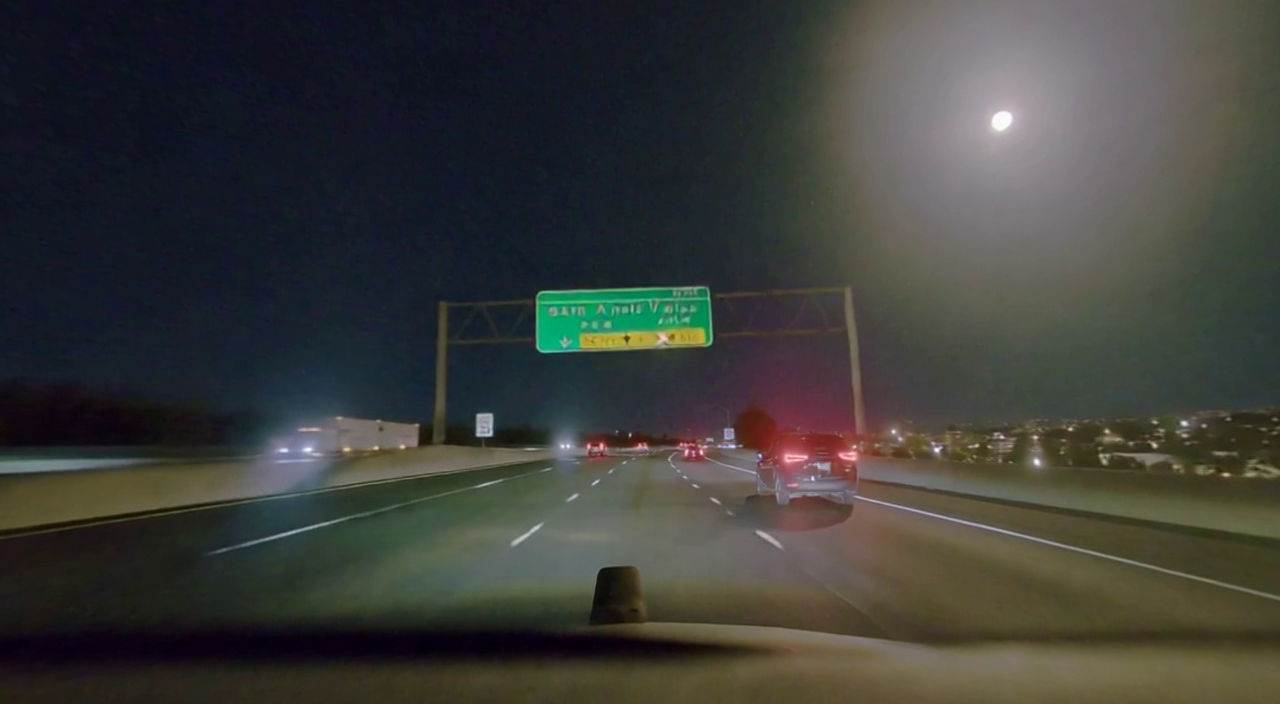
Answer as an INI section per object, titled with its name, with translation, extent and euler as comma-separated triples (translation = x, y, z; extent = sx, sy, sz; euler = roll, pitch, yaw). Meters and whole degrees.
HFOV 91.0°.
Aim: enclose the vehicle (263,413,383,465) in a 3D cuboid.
[vehicle]
translation = -23.097, 6.526, 46.830
extent = 3.343, 3.439, 10.043
euler = 0, -9, 2
